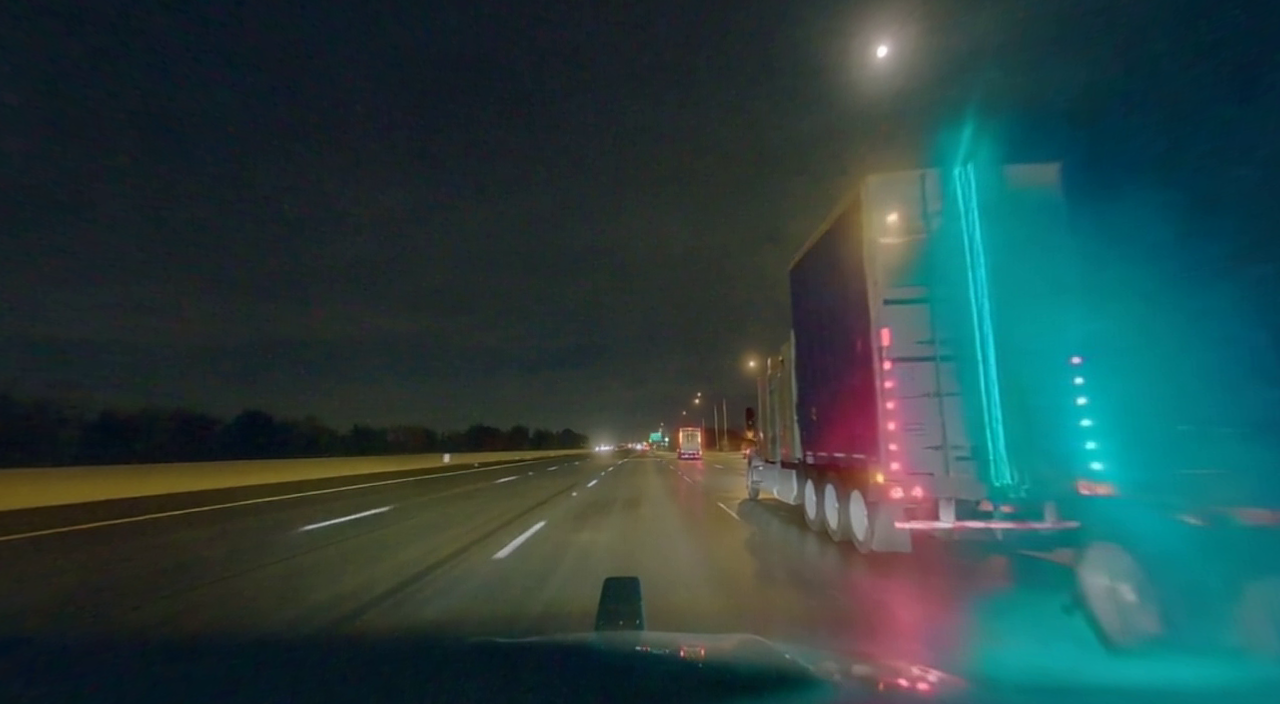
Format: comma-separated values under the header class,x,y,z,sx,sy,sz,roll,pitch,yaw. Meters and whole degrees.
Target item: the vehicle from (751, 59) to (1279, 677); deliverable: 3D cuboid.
class,x,y,z,sx,sy,sz,roll,pitch,yaw
vehicle,3.590,0.581,8.007,2.998,3.820,8.356,0,-8,1
